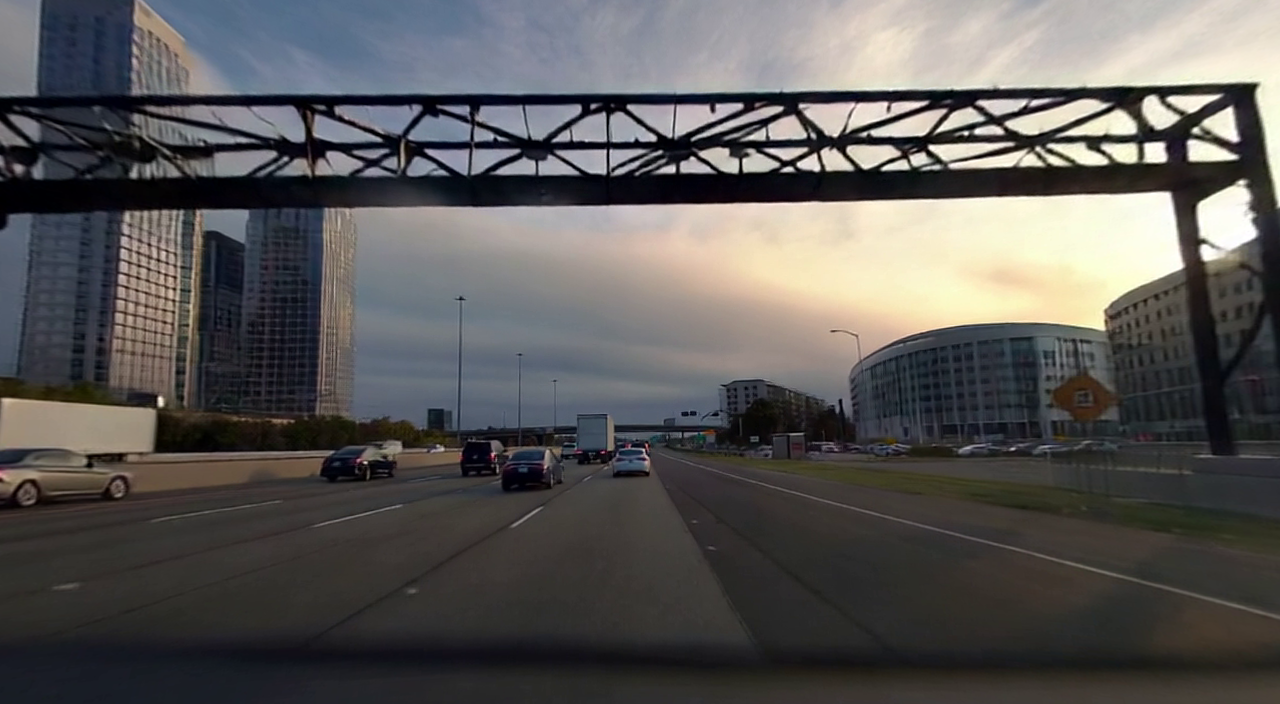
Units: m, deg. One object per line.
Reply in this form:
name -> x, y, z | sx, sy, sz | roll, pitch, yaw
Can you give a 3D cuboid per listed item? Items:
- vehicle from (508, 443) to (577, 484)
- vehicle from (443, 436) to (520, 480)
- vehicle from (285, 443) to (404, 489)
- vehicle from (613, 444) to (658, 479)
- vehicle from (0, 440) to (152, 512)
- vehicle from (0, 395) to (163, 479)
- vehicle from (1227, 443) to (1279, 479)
vehicle -> -3.838, 4.483, 25.564 | 2.016, 1.497, 4.235 | 0, -9, 1
vehicle -> -7.057, 4.793, 28.693 | 2.190, 1.821, 4.800 | 0, -9, 1
vehicle -> -10.592, 4.099, 23.064 | 1.987, 1.495, 4.710 | 0, -9, 1
vehicle -> -0.205, 5.134, 29.744 | 1.991, 1.488, 3.922 | 0, -9, 0
vehicle -> -14.392, 2.845, 14.823 | 1.948, 1.483, 4.814 | 0, -9, 0
vehicle -> -30.131, 4.357, 31.833 | 2.988, 3.703, 11.460 | 0, -9, 0
vehicle -> 28.908, 4.933, 28.713 | 2.059, 1.507, 4.352 | -5, -10, 30
